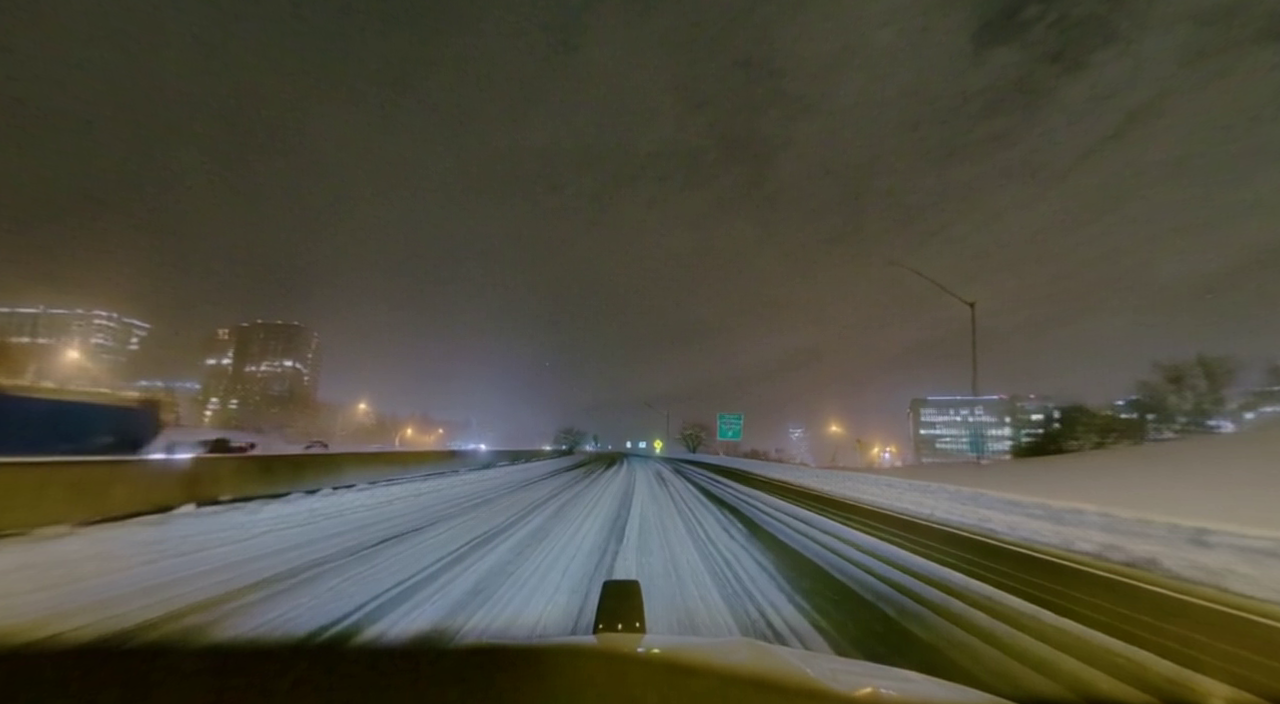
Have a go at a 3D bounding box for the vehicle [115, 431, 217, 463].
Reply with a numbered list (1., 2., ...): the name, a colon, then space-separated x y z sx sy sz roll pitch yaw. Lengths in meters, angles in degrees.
1. vehicle: -26.569 5.355 35.577 1.977 1.692 4.807 1 -8 0

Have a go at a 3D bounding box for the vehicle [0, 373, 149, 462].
1. vehicle: -26.550 2.706 25.706 3.068 3.410 12.339 1 -8 0
